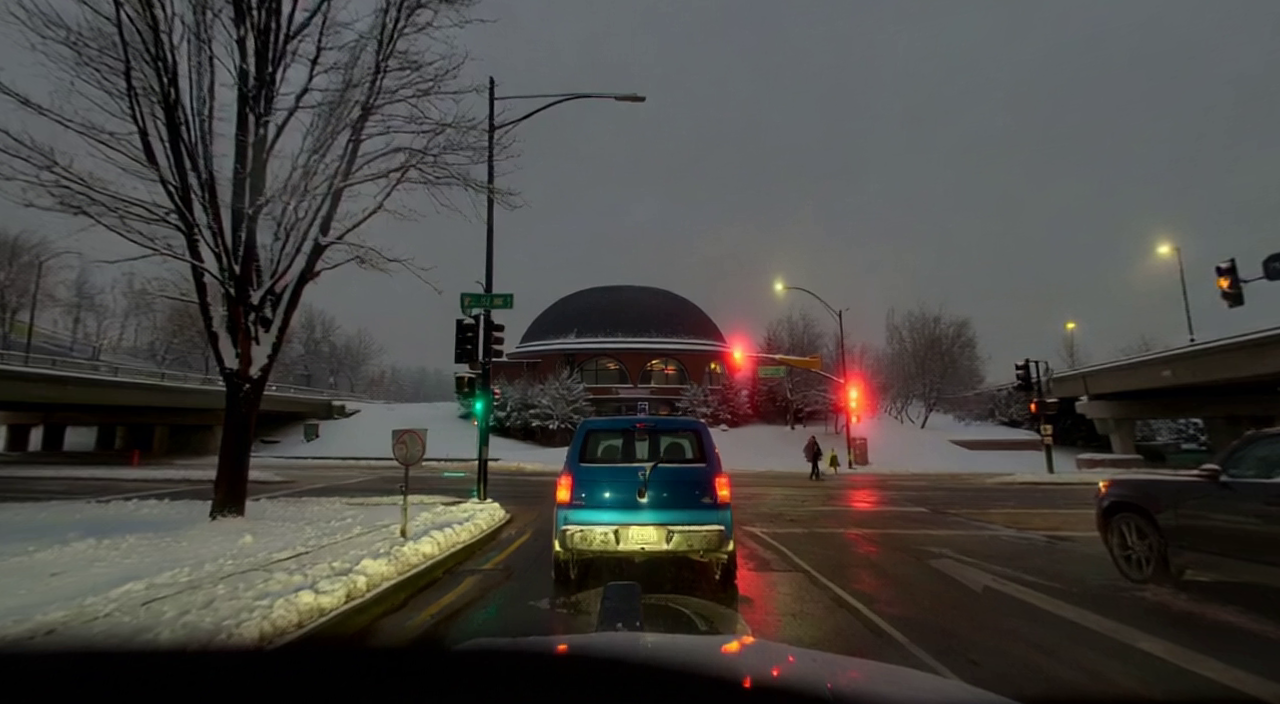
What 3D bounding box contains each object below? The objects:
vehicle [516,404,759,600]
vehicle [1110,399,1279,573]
[{"bbox_3d":[0.015,1.514,7.107,1.976,1.584,3.772,0,-9,1],"label":"vehicle"},{"bbox_3d":[7.620,1.379,6.452,2.055,1.776,4.646,0,-9,1],"label":"vehicle"}]
